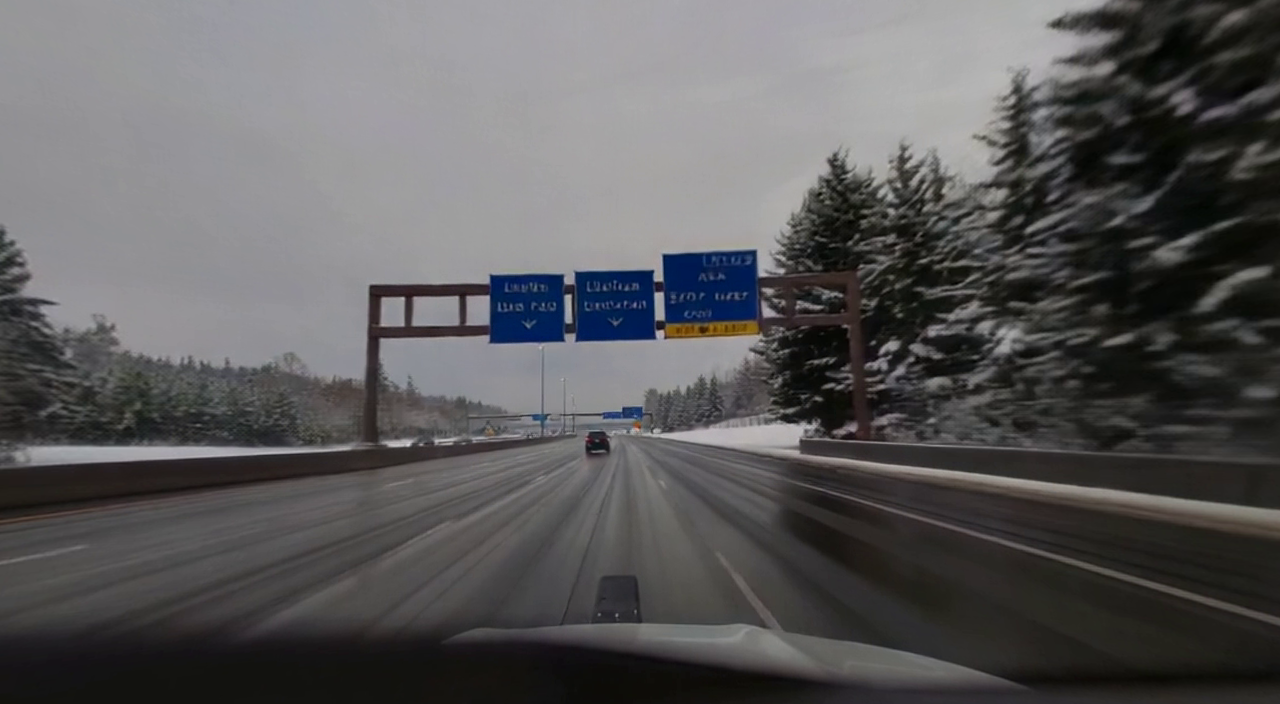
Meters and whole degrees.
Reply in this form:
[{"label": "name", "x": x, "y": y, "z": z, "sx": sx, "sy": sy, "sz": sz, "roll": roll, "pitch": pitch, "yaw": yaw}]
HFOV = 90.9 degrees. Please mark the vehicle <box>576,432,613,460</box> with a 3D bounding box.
[{"label": "vehicle", "x": -2.555, "y": 5.392, "z": 36.265, "sx": 2.000, "sy": 1.491, "sz": 3.913, "roll": 0, "pitch": -8, "yaw": -2}]
